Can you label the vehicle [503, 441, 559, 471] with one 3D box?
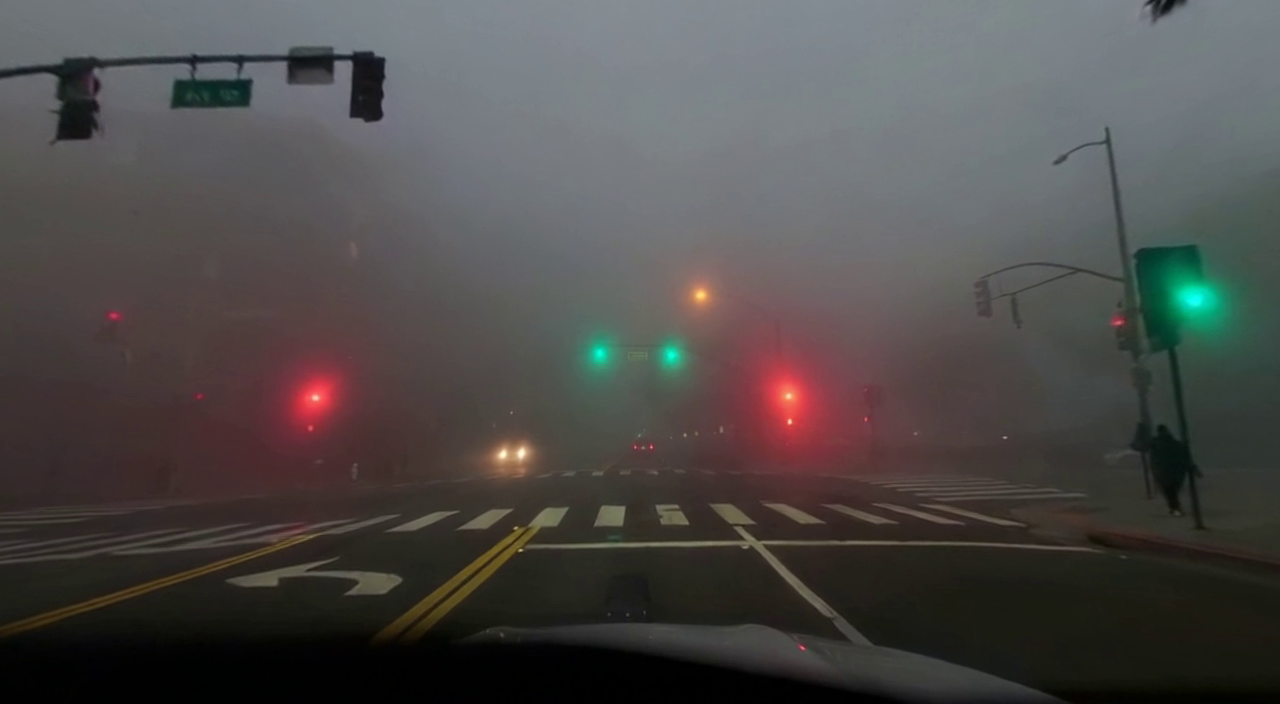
[{"bbox_3d":[-5.721,5.514,33.623,2.127,1.473,4.428,0,-9,1],"label":"vehicle"}]
